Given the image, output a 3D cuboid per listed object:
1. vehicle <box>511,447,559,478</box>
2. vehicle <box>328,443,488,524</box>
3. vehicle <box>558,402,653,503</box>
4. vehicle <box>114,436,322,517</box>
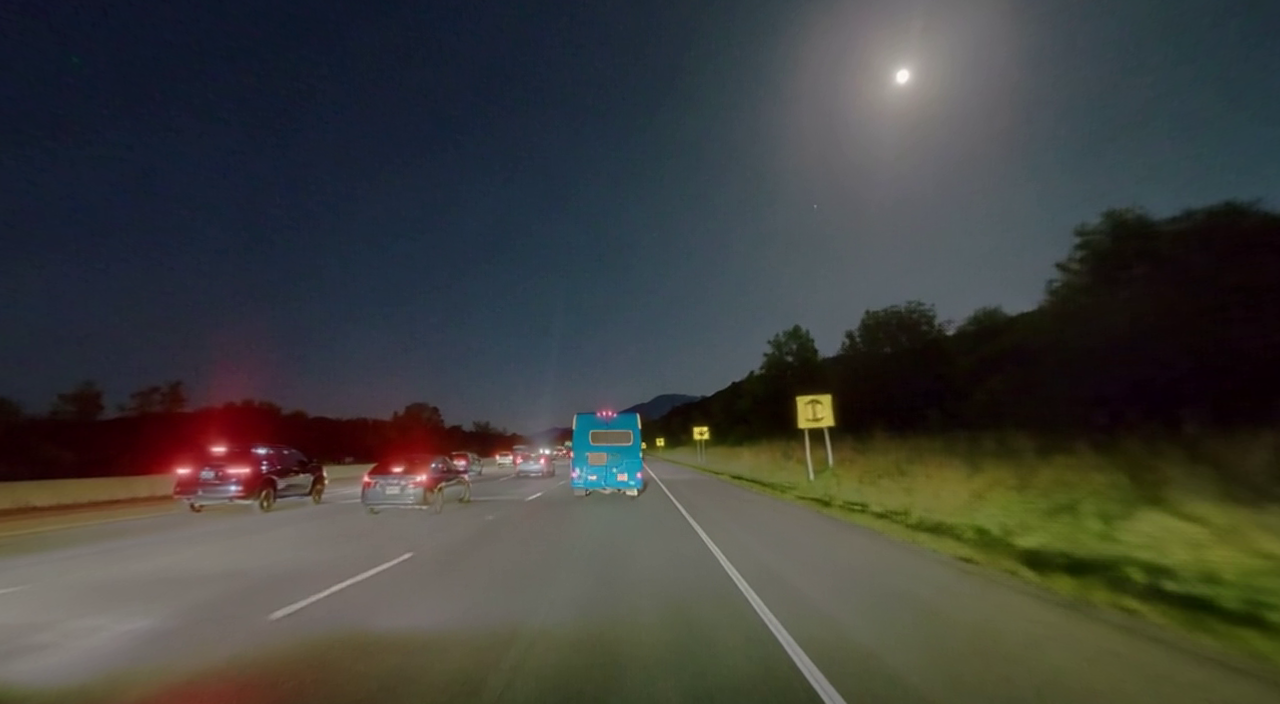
[{"bbox_3d":[-5.300,5.580,32.003,1.872,1.480,3.545,0,-9,-1],"label":"vehicle"},{"bbox_3d":[-4.717,2.704,13.499,1.876,1.438,4.072,0,-9,0],"label":"vehicle"},{"bbox_3d":[-0.916,2.963,18.743,2.394,2.556,5.232,0,-9,-1],"label":"vehicle"},{"bbox_3d":[-9.694,2.863,14.988,2.010,1.621,4.252,0,-9,-1],"label":"vehicle"}]
